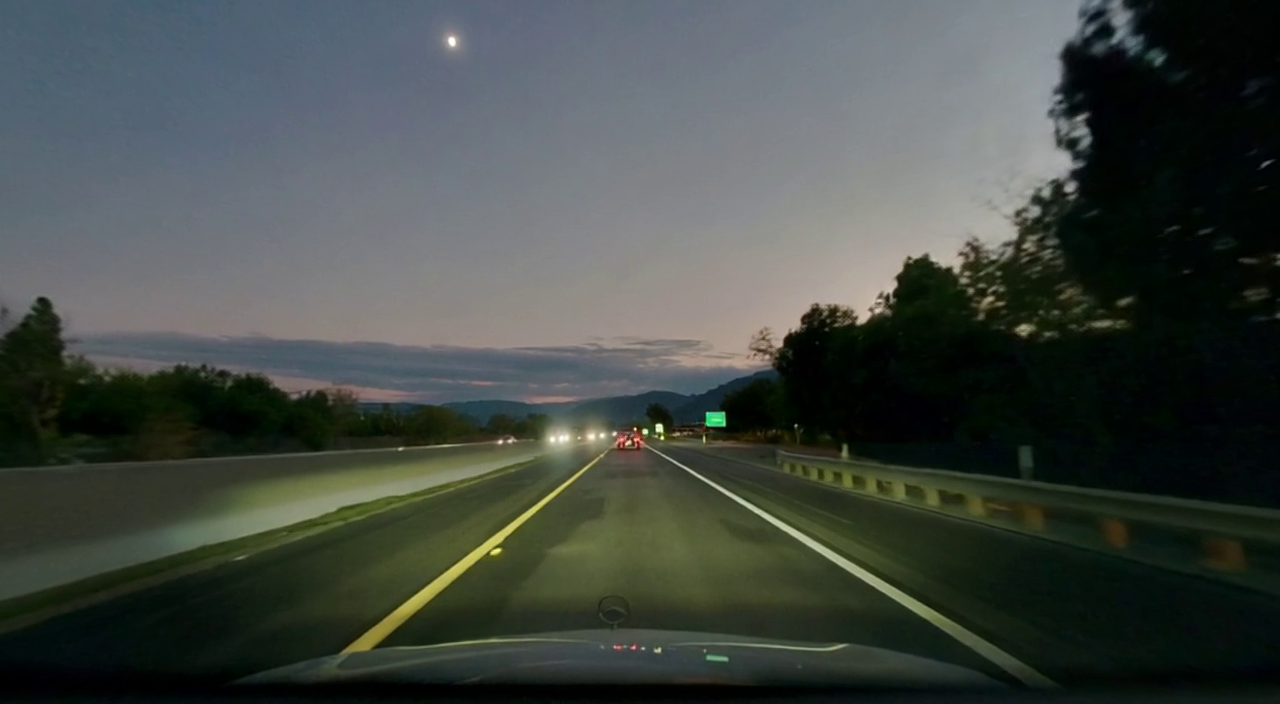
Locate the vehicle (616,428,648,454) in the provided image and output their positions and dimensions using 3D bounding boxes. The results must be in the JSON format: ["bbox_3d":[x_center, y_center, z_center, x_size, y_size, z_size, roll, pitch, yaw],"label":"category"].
[{"bbox_3d":[-0.613,6.757,47.918,2.295,1.861,4.564,0,-8,-1],"label":"vehicle"}]
